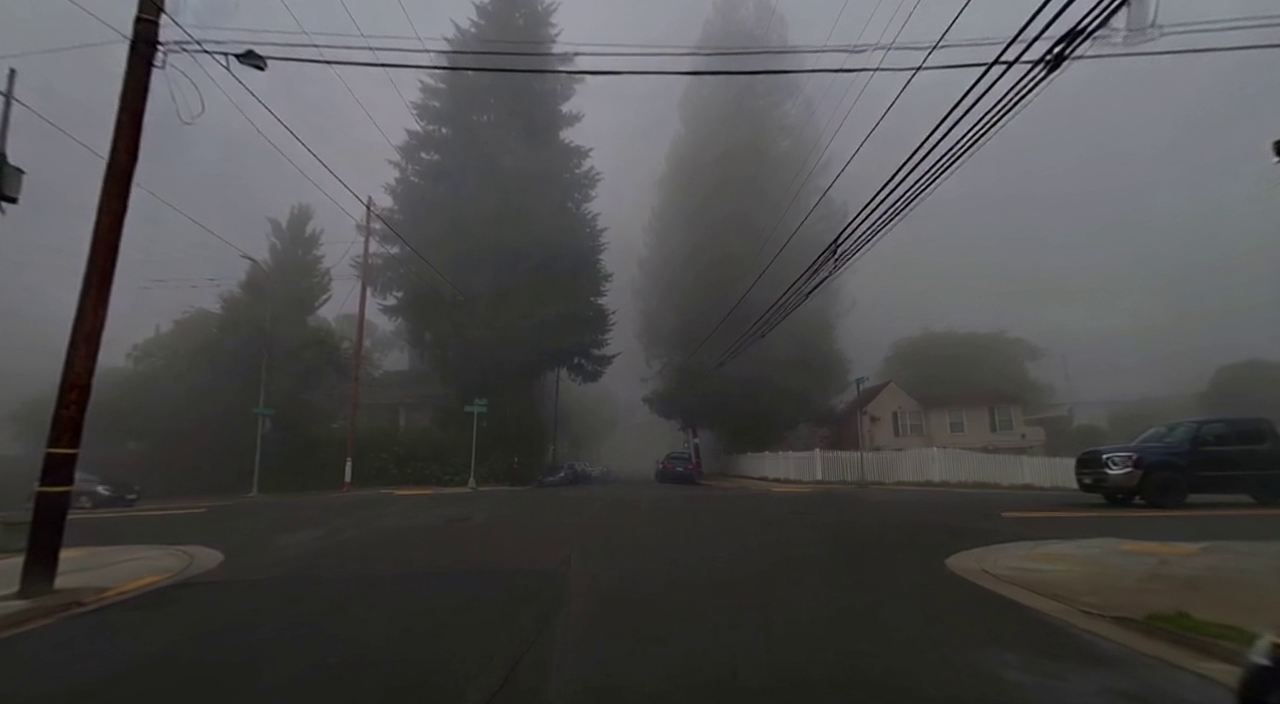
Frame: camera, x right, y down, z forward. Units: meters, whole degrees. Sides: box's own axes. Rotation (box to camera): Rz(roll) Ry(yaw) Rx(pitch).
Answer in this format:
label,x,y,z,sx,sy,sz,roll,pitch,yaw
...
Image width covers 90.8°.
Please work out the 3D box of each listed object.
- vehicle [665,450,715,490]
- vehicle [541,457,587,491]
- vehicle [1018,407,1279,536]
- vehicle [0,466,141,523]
label,x,y,z,sx,sy,sz,roll,pitch,yaw
vehicle,2.561,6.153,33.371,2.051,1.874,4.459,0,-9,-3
vehicle,-4.338,7.080,36.919,2.189,1.771,4.571,0,-9,-1
vehicle,9.656,2.002,10.903,4.677,1.949,2.334,-1,-9,3
vehicle,-19.210,4.639,20.704,3.977,1.665,1.976,0,-9,0
